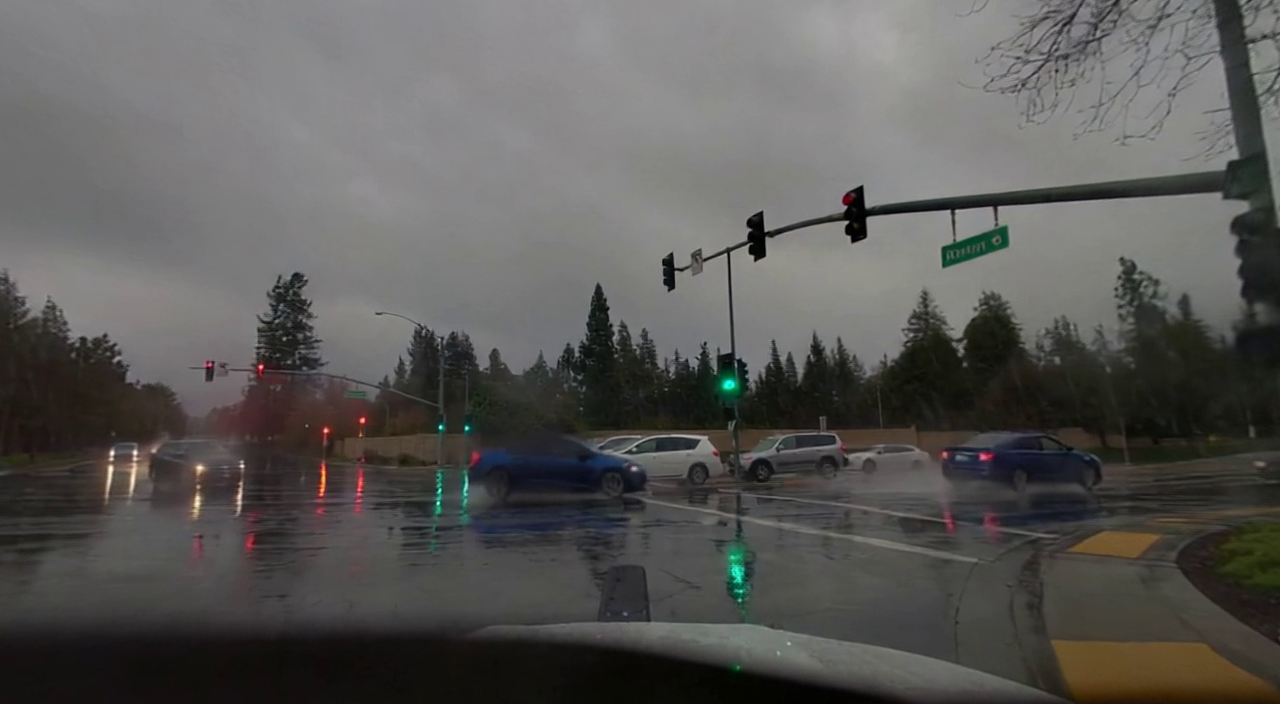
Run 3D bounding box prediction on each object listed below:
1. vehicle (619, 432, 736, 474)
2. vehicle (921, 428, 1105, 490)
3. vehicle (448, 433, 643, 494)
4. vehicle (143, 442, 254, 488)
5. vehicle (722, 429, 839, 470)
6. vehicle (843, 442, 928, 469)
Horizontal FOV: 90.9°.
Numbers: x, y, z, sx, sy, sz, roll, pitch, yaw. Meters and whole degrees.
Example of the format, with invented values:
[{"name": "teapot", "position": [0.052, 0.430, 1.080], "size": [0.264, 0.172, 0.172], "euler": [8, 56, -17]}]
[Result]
[{"name": "vehicle", "position": [1.562, 4.143, 26.016], "size": [4.483, 1.589, 1.852], "euler": [4, -9, -26]}, {"name": "vehicle", "position": [12.318, 3.473, 20.825], "size": [5.332, 1.807, 2.450], "euler": [4, -9, -24]}, {"name": "vehicle", "position": [-2.401, 2.960, 16.892], "size": [4.826, 1.484, 2.000], "euler": [-1, -8, 5]}, {"name": "vehicle", "position": [-15.804, 3.946, 22.468], "size": [4.589, 1.462, 1.953], "euler": [-7, -11, 39]}, {"name": "vehicle", "position": [7.271, 5.057, 32.534], "size": [5.791, 1.964, 2.199], "euler": [5, -10, -26]}, {"name": "vehicle", "position": [13.790, 5.787, 35.397], "size": [4.457, 1.429, 1.862], "euler": [4, -9, -26]}]
